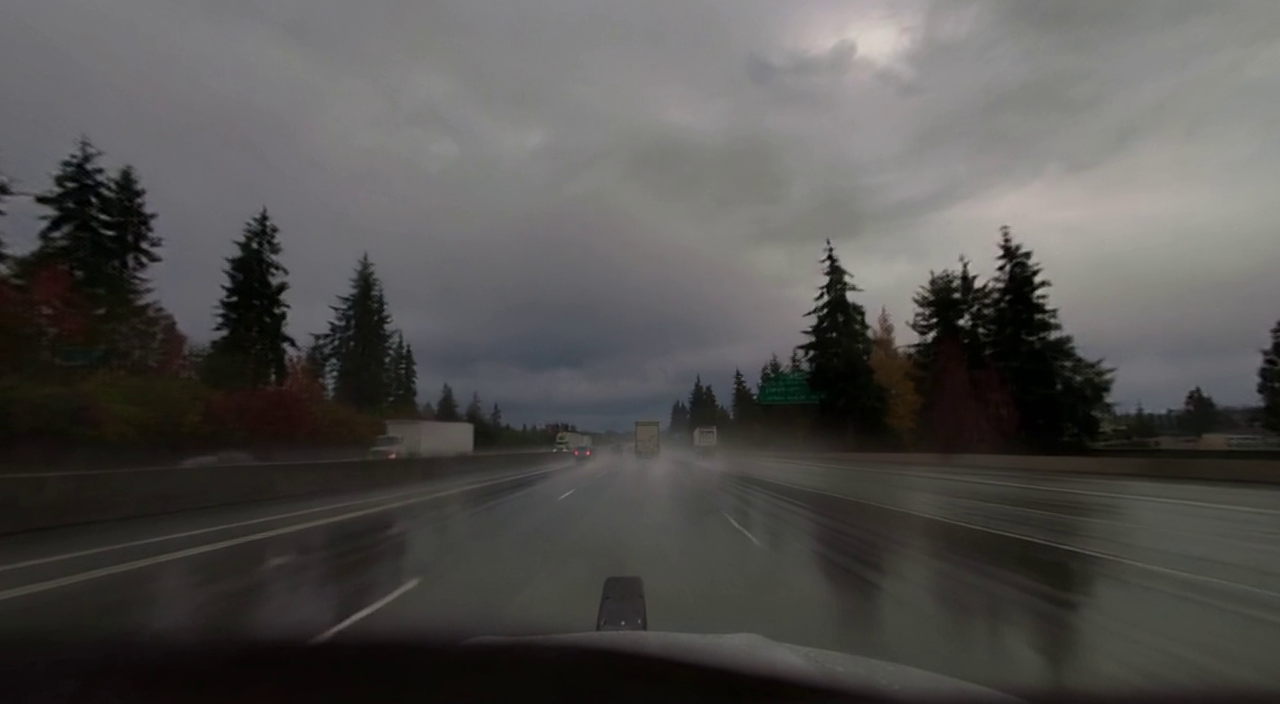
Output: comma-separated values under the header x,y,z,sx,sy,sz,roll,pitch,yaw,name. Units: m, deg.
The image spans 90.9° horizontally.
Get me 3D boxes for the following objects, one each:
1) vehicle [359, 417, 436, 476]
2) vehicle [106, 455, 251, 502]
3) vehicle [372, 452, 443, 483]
x,y,z,sx,sy,sz,roll,pitch,yaw,name
-17.192,6.742,45.191,3.007,3.936,5.906,0,-8,1,vehicle
-16.486,4.515,22.859,1.845,1.469,4.318,0,-9,2,vehicle
-12.422,6.181,33.985,2.032,1.455,4.500,0,-9,1,vehicle
